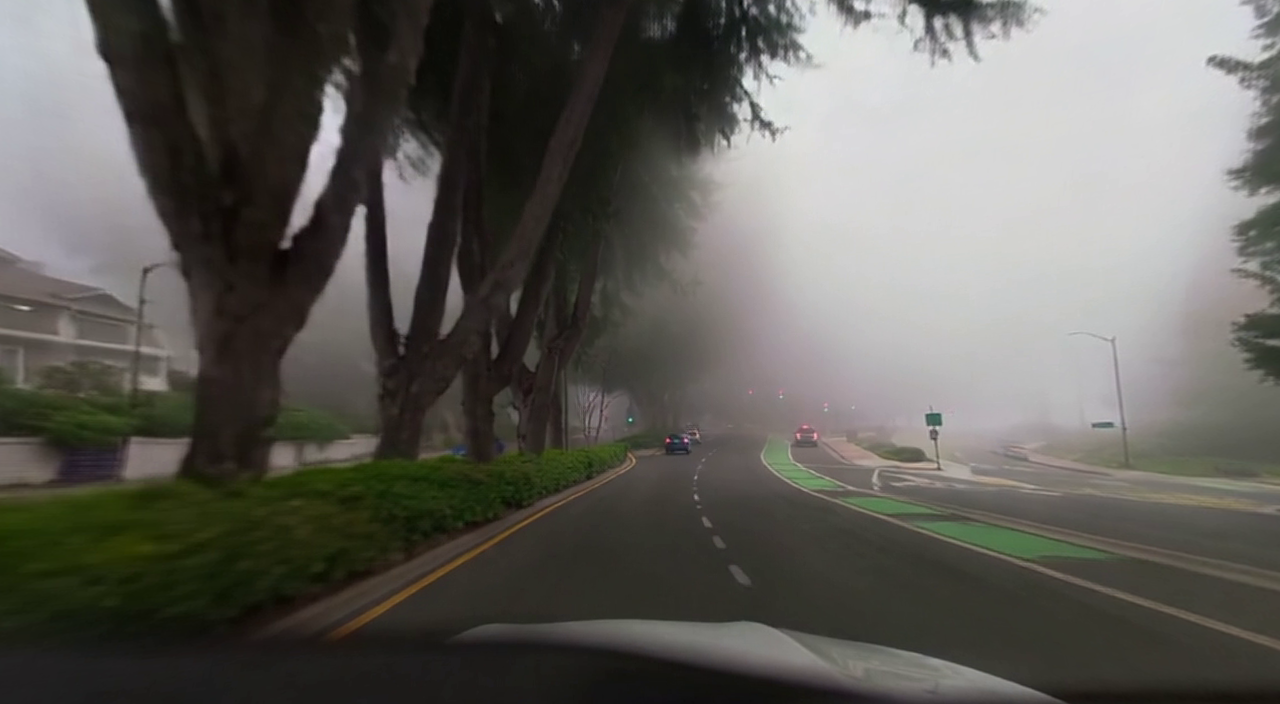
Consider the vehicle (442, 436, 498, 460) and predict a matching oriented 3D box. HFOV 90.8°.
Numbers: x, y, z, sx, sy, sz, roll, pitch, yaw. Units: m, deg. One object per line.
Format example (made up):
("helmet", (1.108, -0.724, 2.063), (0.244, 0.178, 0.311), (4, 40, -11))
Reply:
("vehicle", (-11.120, 6.381, 41.736), (1.903, 1.504, 4.346), (-2, -9, 9))
